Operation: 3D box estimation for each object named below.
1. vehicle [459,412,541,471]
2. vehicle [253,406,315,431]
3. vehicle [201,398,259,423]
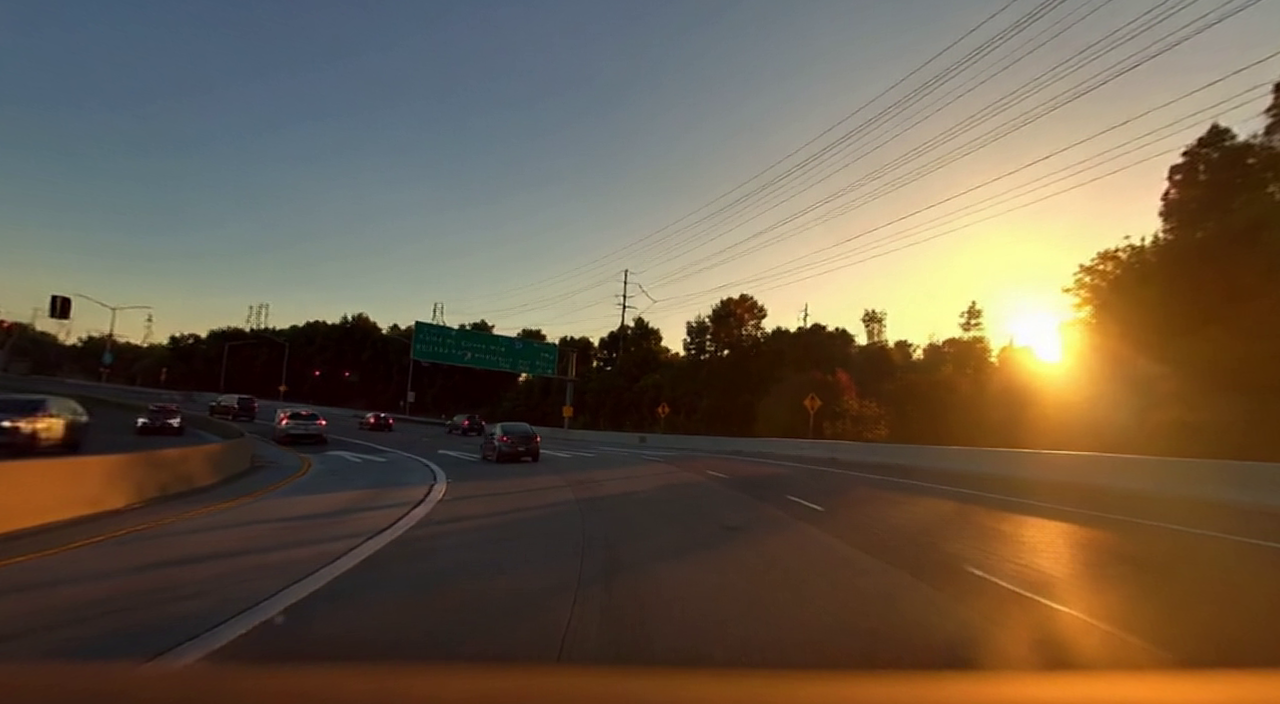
[{"bbox_3d":[-4.743,2.960,20.892,2.140,1.724,4.304,3,-9,-18],"label":"vehicle"},{"bbox_3d":[-24.144,4.527,42.690,4.623,1.501,2.033,-7,-11,40],"label":"vehicle"},{"bbox_3d":[-31.038,4.465,47.717,4.285,1.747,2.076,-6,-10,35],"label":"vehicle"}]
